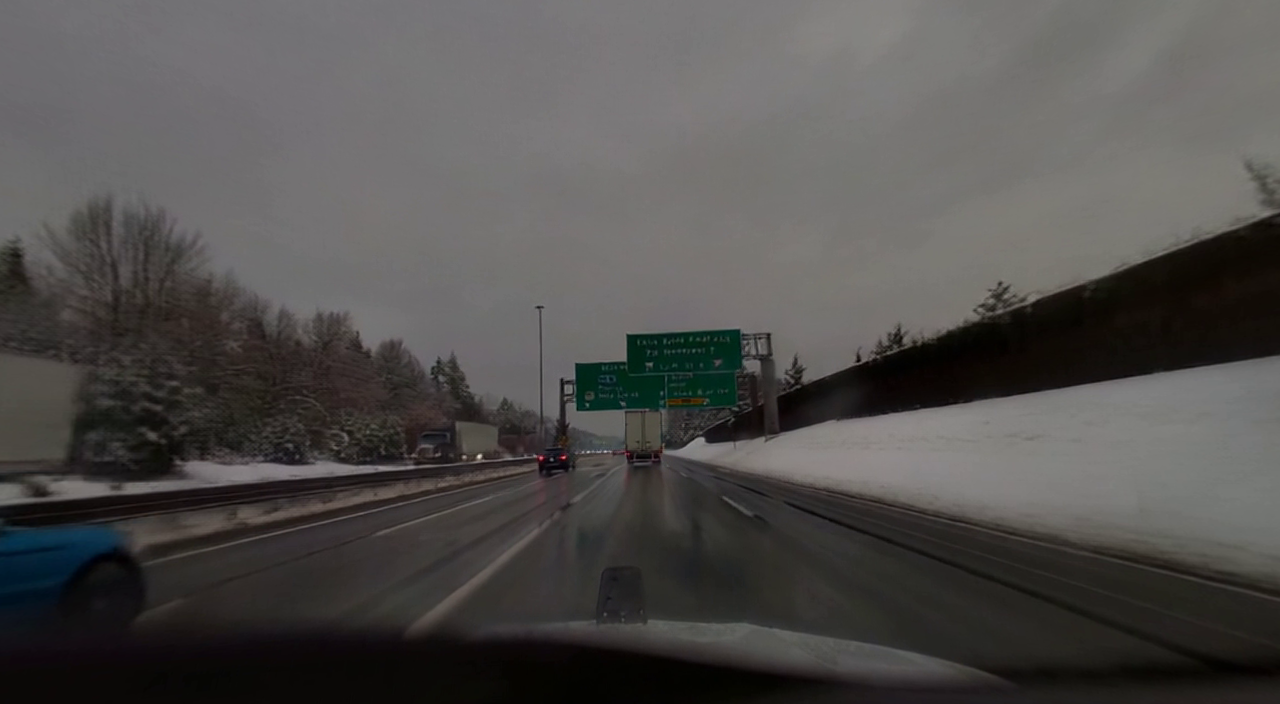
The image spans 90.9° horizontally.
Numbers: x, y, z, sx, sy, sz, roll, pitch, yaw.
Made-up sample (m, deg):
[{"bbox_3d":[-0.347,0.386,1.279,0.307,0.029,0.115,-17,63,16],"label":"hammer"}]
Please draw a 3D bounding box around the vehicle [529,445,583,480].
[{"bbox_3d":[-4.031,5.376,30.954,1.974,1.531,4.429,0,-9,1],"label":"vehicle"}]

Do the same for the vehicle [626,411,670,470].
[{"bbox_3d":[0.621,6.908,48.692,2.980,4.051,10.359,0,-9,1],"label":"vehicle"}]

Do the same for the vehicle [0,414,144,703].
[{"bbox_3d":[-4.212,0.826,1.652,1.977,1.478,4.702,0,-9,0],"label":"vehicle"}]
